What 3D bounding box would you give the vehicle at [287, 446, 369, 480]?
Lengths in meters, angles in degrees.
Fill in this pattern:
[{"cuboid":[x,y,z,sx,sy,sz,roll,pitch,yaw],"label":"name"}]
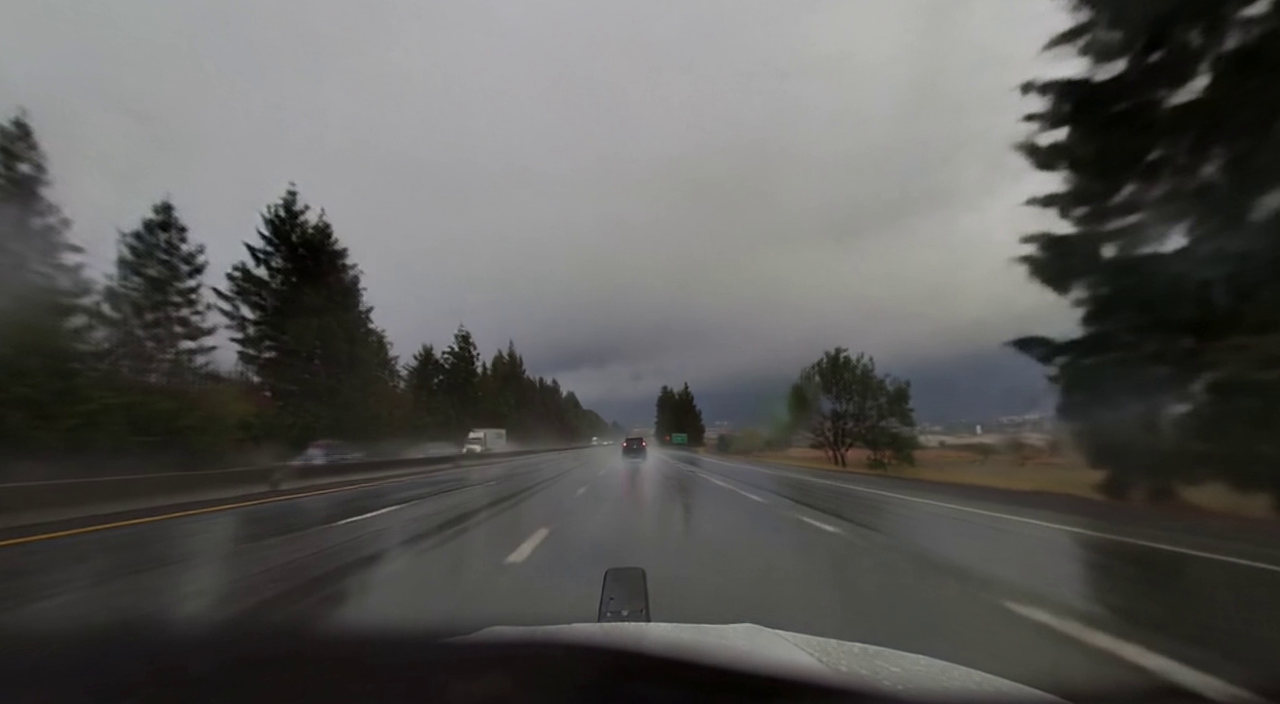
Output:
[{"cuboid":[-14.531,5.148,29.525,1.852,1.454,3.973,0,-8,-1],"label":"vehicle"}]
